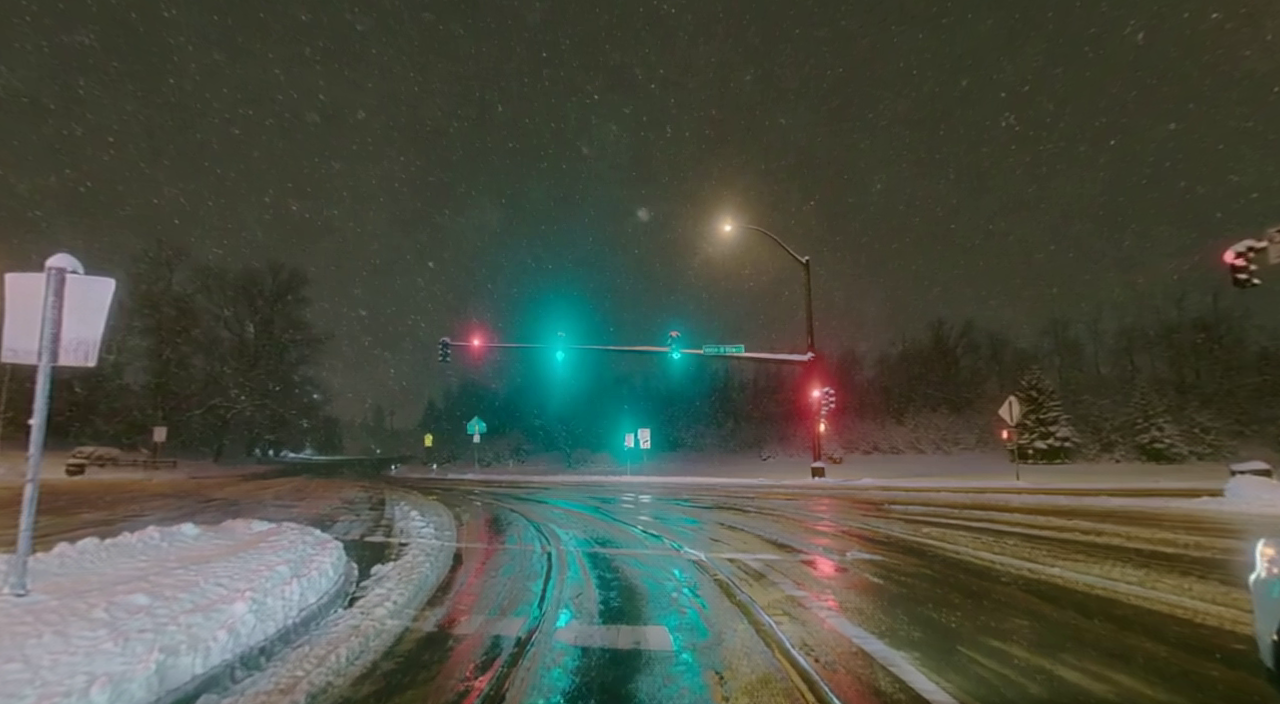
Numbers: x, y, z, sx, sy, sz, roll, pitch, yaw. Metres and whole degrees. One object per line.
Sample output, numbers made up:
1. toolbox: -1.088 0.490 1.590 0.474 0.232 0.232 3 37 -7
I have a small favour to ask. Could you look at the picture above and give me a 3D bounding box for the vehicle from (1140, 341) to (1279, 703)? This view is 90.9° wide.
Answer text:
1. vehicle: 3.059 0.554 0.492 1.938 1.648 4.211 0 -8 2
